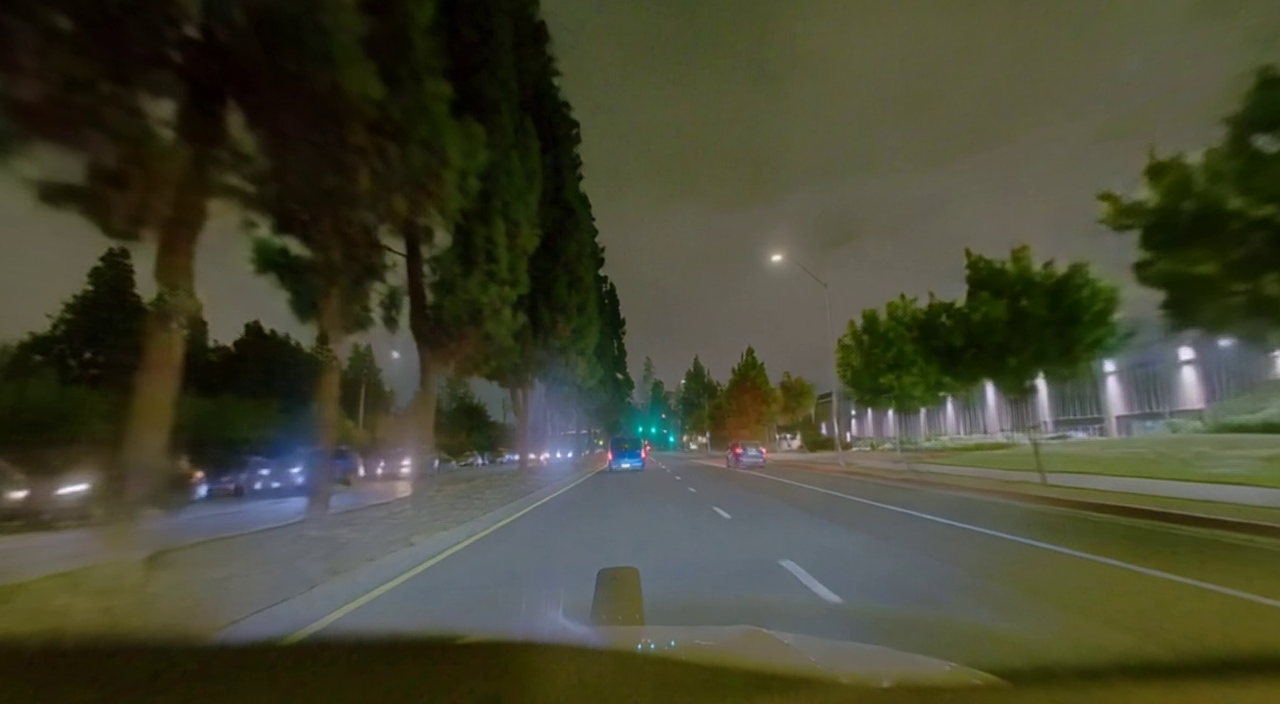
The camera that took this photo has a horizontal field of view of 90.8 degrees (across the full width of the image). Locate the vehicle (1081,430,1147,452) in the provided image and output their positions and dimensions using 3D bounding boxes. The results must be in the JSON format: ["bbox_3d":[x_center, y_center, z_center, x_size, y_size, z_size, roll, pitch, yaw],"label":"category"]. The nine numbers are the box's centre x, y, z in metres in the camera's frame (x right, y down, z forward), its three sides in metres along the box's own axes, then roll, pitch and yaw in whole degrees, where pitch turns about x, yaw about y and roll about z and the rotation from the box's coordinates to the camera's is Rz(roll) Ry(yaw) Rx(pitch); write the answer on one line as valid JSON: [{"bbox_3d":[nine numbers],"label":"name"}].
[{"bbox_3d":[36.548,6.890,48.793,1.807,1.582,3.811,1,-8,-7],"label":"vehicle"}]

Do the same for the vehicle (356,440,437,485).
[{"bbox_3d":[-11.534,5.218,30.333,2.082,1.824,4.840,-2,-7,-1],"label":"vehicle"}]

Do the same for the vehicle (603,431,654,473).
[{"bbox_3d":[-0.534,5.127,32.526,2.411,1.937,5.186,0,-8,0],"label":"vehicle"}]

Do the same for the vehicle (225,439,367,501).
[{"bbox_3d":[-11.332,3.897,21.347,2.042,1.822,4.913,0,-8,-1],"label":"vehicle"}]

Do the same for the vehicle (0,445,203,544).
[{"bbox_3d":[-11.398,2.766,12.941,1.899,1.607,4.297,-2,-8,-1],"label":"vehicle"}]

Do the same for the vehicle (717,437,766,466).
[{"bbox_3d":[6.674,6.604,42.079,2.364,1.781,4.854,0,-8,-1],"label":"vehicle"}]

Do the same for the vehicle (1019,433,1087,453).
[{"bbox_3d":[31.603,6.981,48.529,1.743,1.445,4.495,1,-8,-8],"label":"vehicle"}]

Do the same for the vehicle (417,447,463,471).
[{"bbox_3d":[-14.755,7.890,46.842,1.950,1.655,4.395,0,-8,0],"label":"vehicle"}]
